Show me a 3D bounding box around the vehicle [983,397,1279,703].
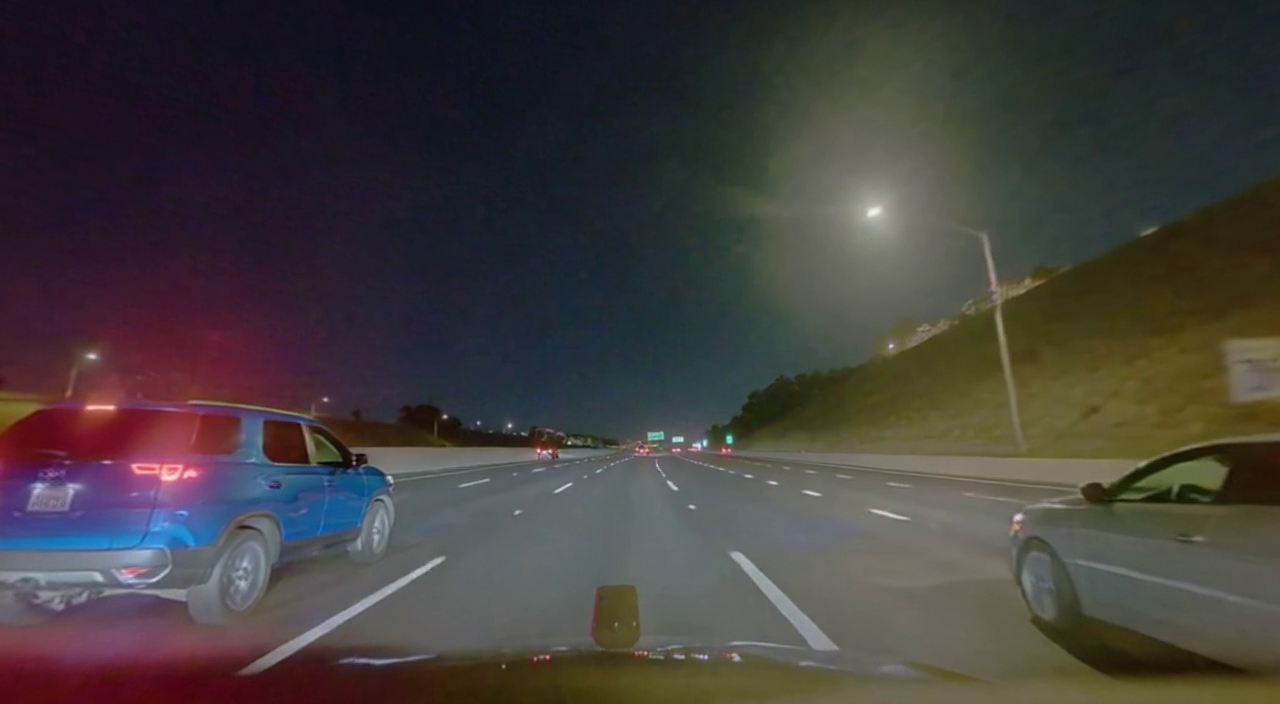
[{"bbox_3d":[3.579,0.939,2.593,1.847,1.493,4.303,0,-9,-1],"label":"vehicle"}]

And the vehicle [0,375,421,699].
[{"bbox_3d":[-3.874,1.331,5.774,2.047,1.715,4.689,0,-9,0],"label":"vehicle"}]
